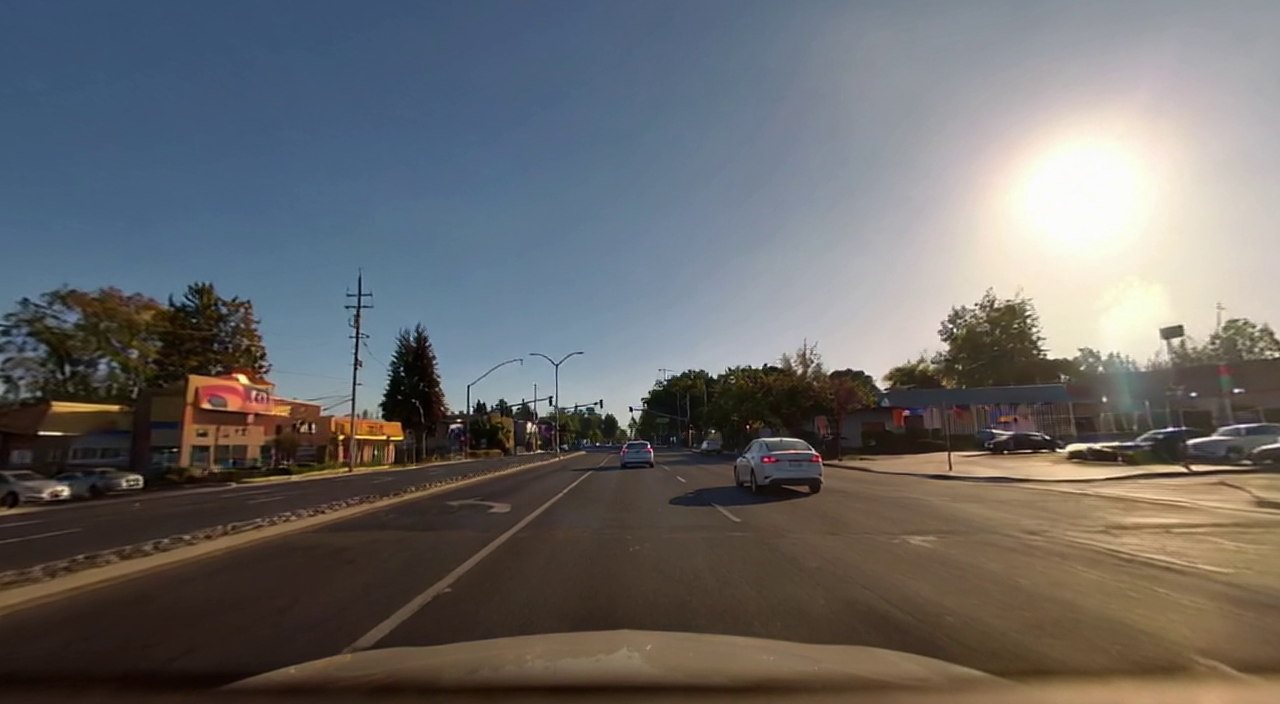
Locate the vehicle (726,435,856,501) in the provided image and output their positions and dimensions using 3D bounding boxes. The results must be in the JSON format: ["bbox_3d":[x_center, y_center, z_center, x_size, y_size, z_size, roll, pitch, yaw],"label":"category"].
[{"bbox_3d":[3.758,2.990,16.677,2.153,1.456,4.705,0,-9,-2],"label":"vehicle"}]

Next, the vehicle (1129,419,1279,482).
[{"bbox_3d":[20.465,3.416,22.096,4.697,1.832,2.092,-4,-9,-1],"label":"vehicle"}]

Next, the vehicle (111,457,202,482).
[{"bbox_3d":[-29.870,7.249,38.960,4.155,1.486,1.706,0,-8,-2],"label":"vehicle"}]

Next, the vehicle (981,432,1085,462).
[{"bbox_3d":[20.505,4.954,32.957,4.296,1.496,1.891,1,-9,-8],"label":"vehicle"}]

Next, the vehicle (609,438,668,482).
[{"bbox_3d":[-0.087,3.947,23.270,1.998,1.452,3.773,0,-9,-1],"label":"vehicle"}]
